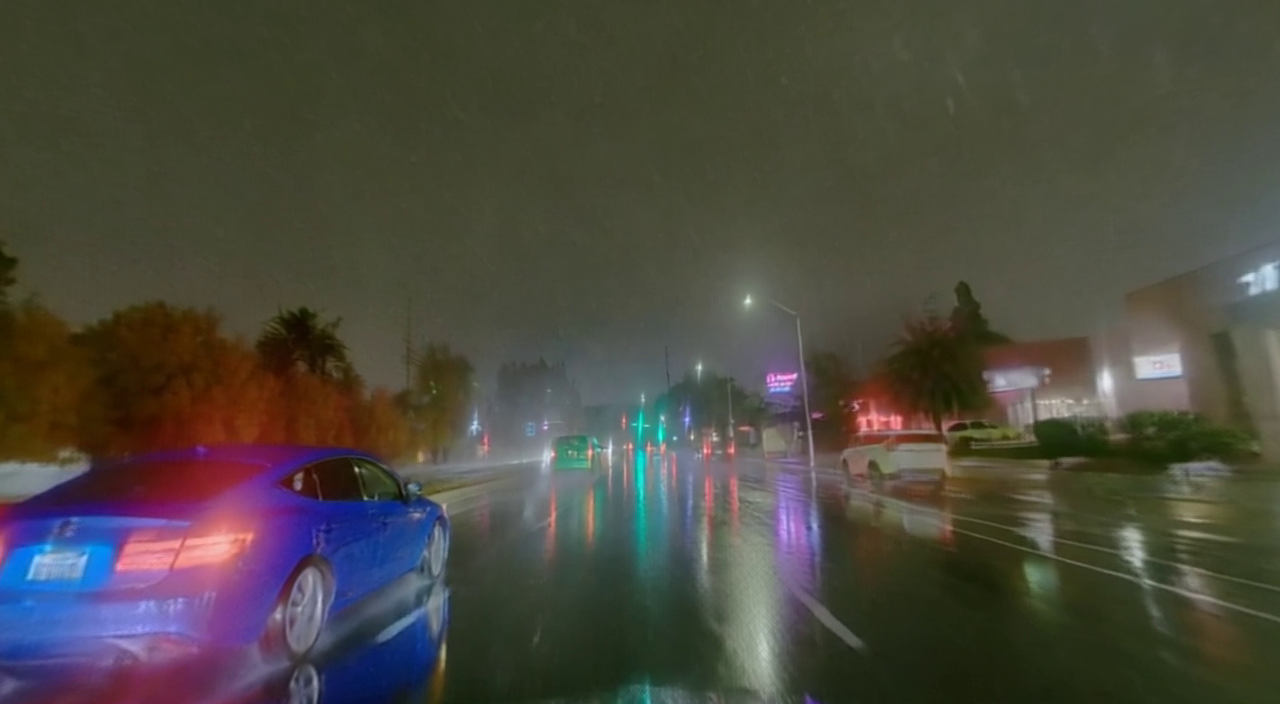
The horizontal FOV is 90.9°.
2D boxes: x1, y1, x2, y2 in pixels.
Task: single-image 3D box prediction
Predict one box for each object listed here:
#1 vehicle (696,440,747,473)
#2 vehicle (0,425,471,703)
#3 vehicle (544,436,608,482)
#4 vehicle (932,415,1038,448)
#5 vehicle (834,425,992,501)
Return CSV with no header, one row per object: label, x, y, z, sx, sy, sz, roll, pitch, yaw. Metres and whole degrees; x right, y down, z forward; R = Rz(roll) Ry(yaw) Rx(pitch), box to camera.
vehicle,3.877,5.038,30.604,1.904,1.490,4.299,0,-8,0
vehicle,-3.152,1.449,5.435,1.956,1.460,4.802,0,-8,1
vehicle,-2.650,4.584,27.283,2.193,1.788,4.603,0,-8,1
vehicle,21.227,4.943,38.932,5.166,1.870,2.317,0,-10,-2
vehicle,7.323,3.035,17.651,2.198,1.788,4.941,0,-8,0
